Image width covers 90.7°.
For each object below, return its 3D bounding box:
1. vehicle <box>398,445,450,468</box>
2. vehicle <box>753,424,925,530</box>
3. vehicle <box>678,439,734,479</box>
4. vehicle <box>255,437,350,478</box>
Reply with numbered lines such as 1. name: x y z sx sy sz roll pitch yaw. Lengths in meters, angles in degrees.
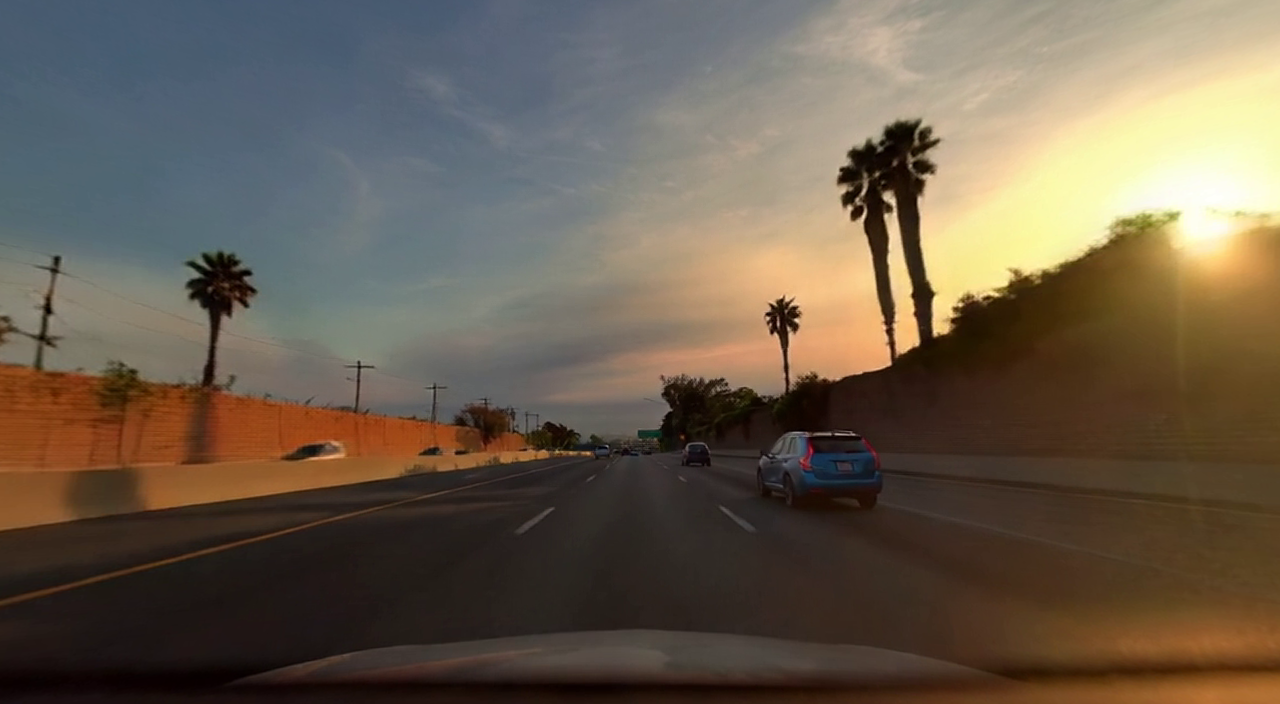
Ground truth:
1. vehicle: -15.980 7.736 47.111 2.018 1.635 5.236 0 -9 0
2. vehicle: 3.580 2.323 12.329 1.910 1.696 4.187 0 -9 -1
3. vehicle: 2.997 4.964 29.549 2.045 1.688 4.313 0 -9 -2
4. vehicle: -19.839 6.220 37.587 2.314 2.179 5.976 0 -9 0
